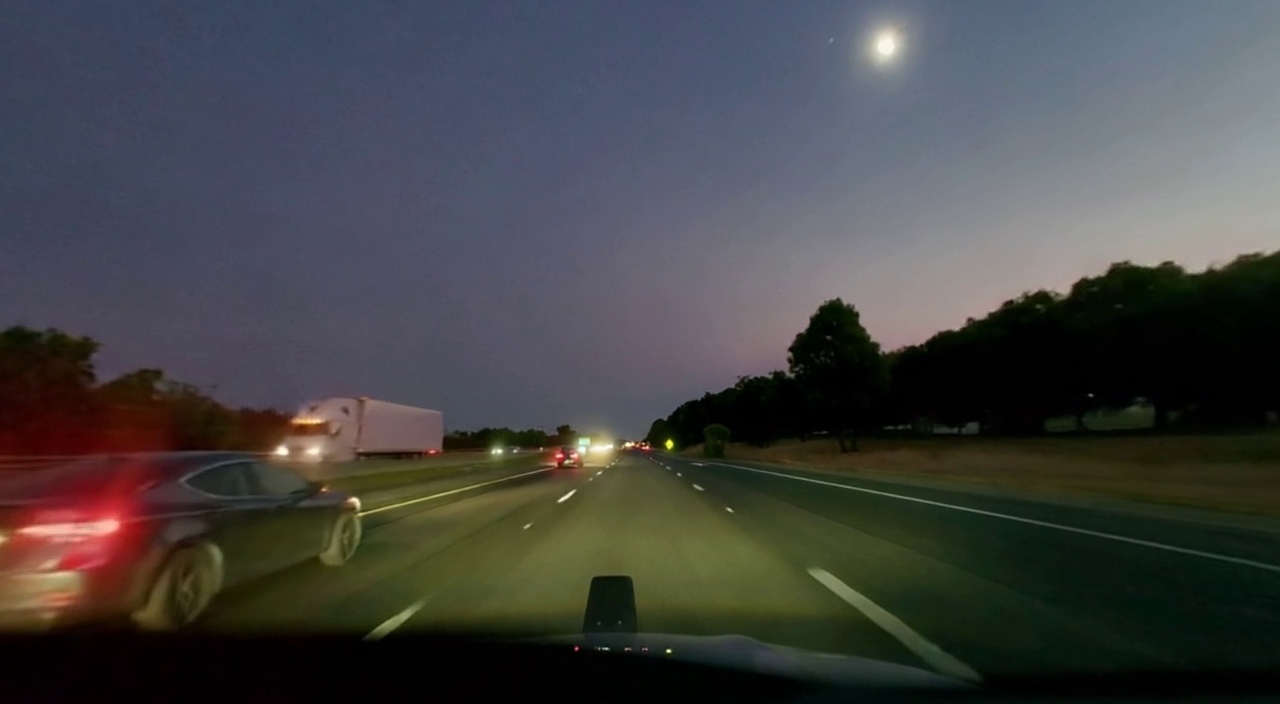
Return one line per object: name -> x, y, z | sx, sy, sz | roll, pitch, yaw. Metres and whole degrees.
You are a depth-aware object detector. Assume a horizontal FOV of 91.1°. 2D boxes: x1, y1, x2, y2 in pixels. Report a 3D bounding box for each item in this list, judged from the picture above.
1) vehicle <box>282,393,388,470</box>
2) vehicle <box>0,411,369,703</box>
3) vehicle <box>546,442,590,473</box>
vehicle -> -17.299, 4.650, 36.224 | 3.124, 4.000, 5.845 | 0, -9, -1
vehicle -> -4.150, 1.353, 5.008 | 2.018, 1.497, 4.399 | -1, -9, 0
vehicle -> -4.240, 6.329, 37.797 | 2.111, 1.717, 4.426 | -1, -9, 0
